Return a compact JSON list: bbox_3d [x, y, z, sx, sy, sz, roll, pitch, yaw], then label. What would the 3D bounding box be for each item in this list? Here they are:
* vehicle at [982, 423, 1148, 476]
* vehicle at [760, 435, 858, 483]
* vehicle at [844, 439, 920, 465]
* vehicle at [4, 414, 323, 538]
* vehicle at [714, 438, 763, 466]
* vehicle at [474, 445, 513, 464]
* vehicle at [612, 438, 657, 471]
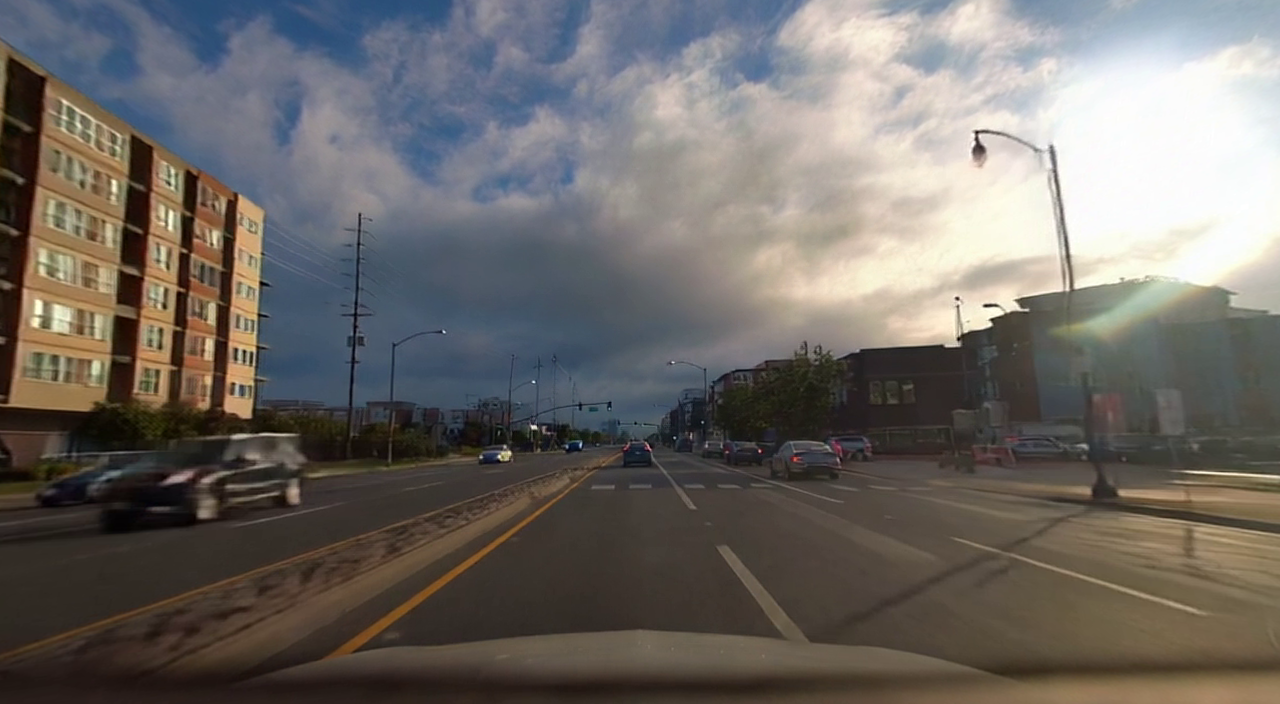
[{"bbox_3d":[17.752,4.115,26.493,5.388,2.082,2.328,1,-9,-4],"label":"vehicle"},{"bbox_3d":[5.994,3.865,23.033,2.121,1.557,4.898,0,-9,-1],"label":"vehicle"},{"bbox_3d":[16.738,6.897,43.719,2.194,1.666,4.576,4,-9,-26],"label":"vehicle"},{"bbox_3d":[-8.593,2.277,12.207,2.357,1.894,4.864,0,-9,0],"label":"vehicle"},{"bbox_3d":[5.774,5.969,37.546,2.154,1.554,4.149,0,-9,-2],"label":"vehicle"},{"bbox_3d":[-11.575,8.117,49.948,1.897,1.466,4.566,0,-9,1],"label":"vehicle"},{"bbox_3d":[-0.282,5.139,31.814,2.106,1.553,3.964,0,-9,-1],"label":"vehicle"}]
